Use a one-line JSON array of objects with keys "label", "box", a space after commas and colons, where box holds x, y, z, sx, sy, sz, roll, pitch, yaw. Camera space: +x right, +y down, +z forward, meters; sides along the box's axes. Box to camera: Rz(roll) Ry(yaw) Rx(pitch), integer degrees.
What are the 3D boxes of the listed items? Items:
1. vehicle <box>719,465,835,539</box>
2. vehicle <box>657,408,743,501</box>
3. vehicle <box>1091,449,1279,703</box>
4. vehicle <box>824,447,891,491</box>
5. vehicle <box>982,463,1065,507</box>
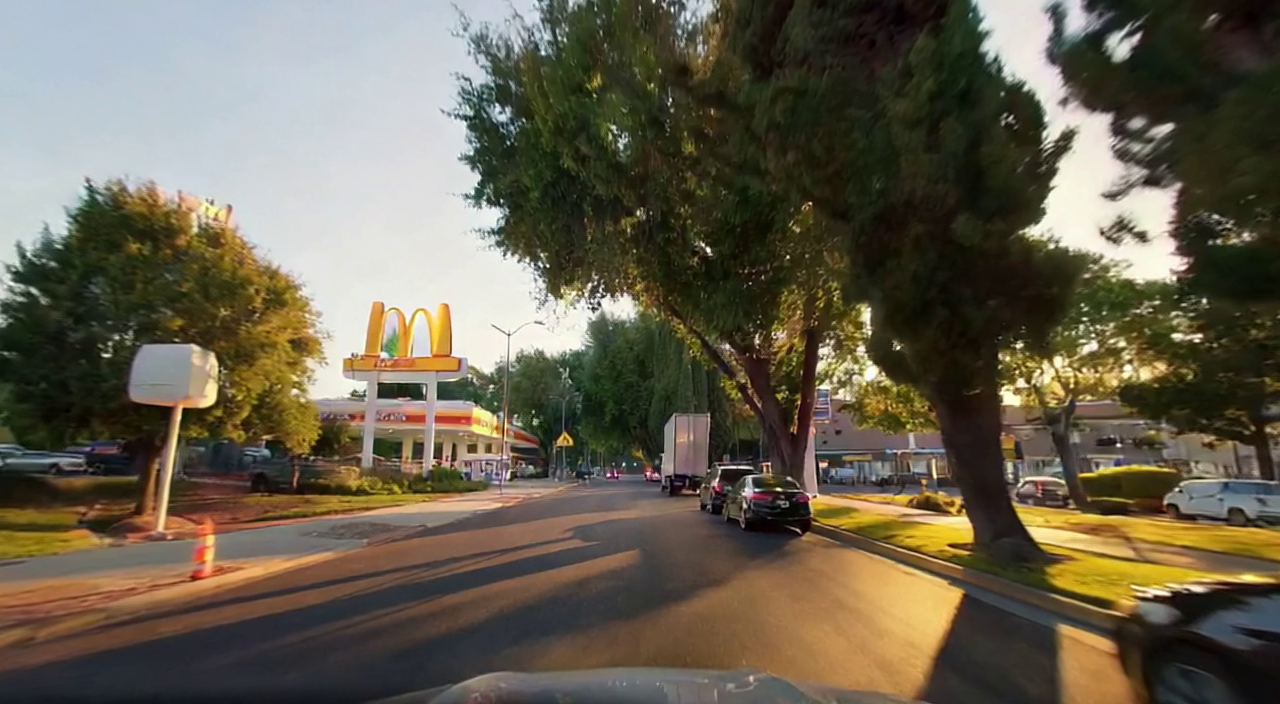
[{"label": "vehicle", "box": [3.131, 3.526, 15.261, 1.844, 1.498, 3.898, 1, -10, -1]}, {"label": "vehicle", "box": [2.889, 5.838, 35.154, 2.990, 4.098, 13.928, 1, -10, -2]}, {"label": "vehicle", "box": [3.310, 0.911, 1.136, 1.900, 1.500, 4.214, 0, -10, 1]}, {"label": "vehicle", "box": [13.357, 7.206, 38.869, 3.166, 2.520, 2.198, 2, -11, -5]}, {"label": "vehicle", "box": [18.667, 6.494, 30.842, 2.436, 2.052, 2.410, 0, -11, 2]}]
